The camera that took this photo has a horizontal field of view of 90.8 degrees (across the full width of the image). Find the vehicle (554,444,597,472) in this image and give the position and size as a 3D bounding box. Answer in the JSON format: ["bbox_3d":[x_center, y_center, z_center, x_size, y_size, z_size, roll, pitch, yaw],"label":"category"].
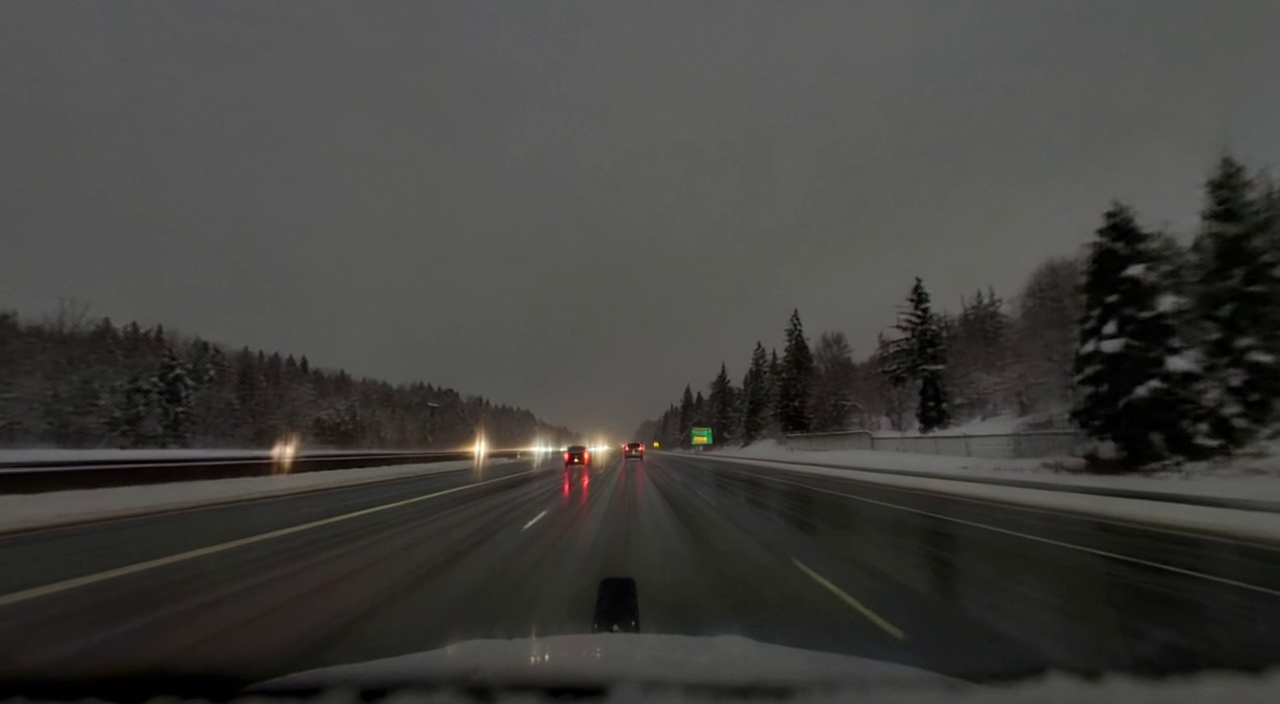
[{"bbox_3d":[-3.912,6.510,39.048,2.140,1.574,4.946,0,-8,0],"label":"vehicle"}]
